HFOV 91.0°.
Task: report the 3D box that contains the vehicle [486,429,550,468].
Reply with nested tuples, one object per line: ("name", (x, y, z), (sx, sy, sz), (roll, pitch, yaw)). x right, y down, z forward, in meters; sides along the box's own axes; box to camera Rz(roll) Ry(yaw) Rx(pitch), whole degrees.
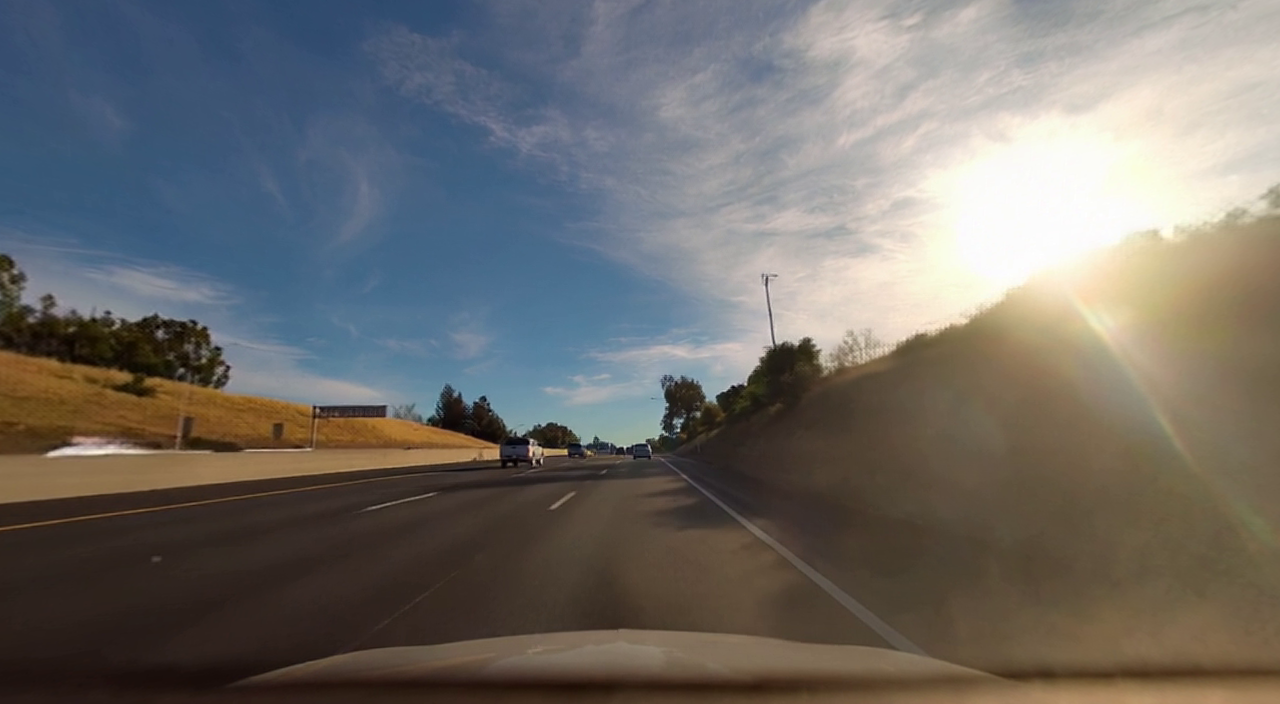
("vehicle", (-6.707, 5.391, 35.334), (2.438, 1.967, 5.596), (0, -8, 0))

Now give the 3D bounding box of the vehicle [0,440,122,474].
("vehicle", (-29.224, 5.275, 31.951), (1.951, 1.549, 4.563), (0, -8, 1))

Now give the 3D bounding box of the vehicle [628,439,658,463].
("vehicle", (0.217, 7.464, 47.648), (2.141, 1.706, 4.065), (0, -8, -1))
